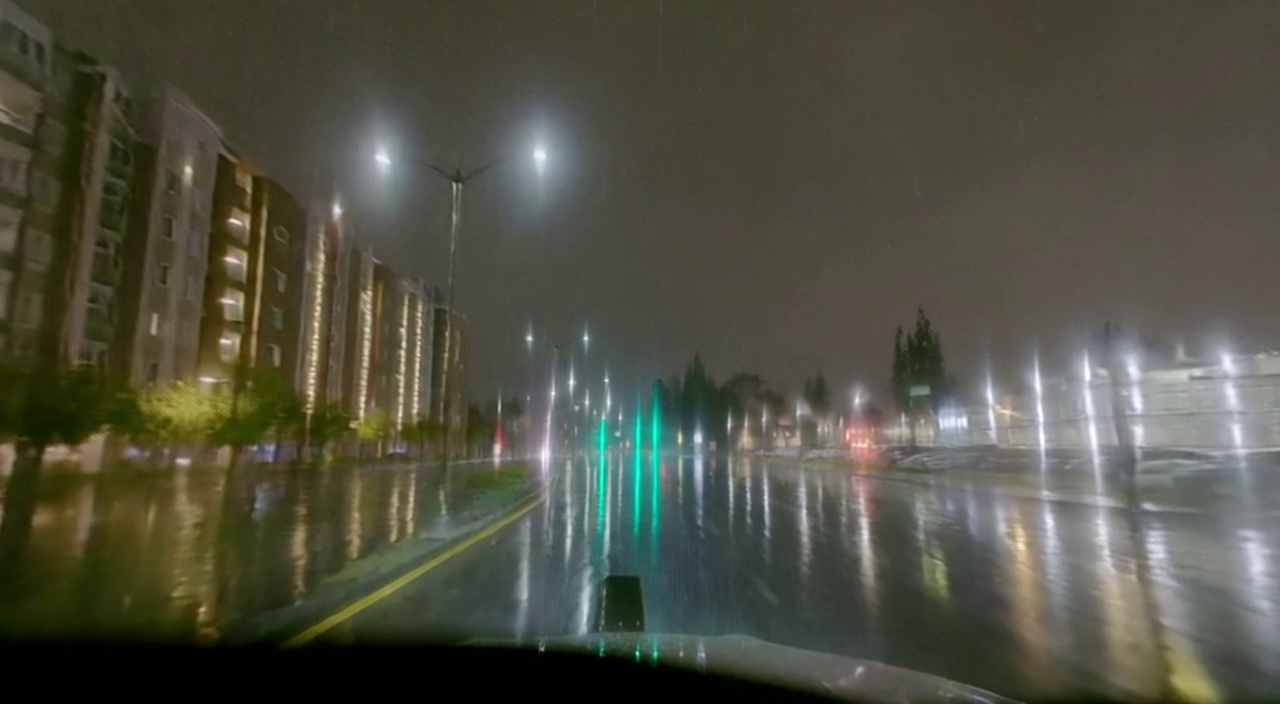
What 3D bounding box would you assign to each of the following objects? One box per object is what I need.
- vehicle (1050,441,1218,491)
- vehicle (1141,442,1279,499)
[{"bbox_3d":[16.410,3.748,21.064,4.304,1.511,2.143,2,-9,-16],"label":"vehicle"},{"bbox_3d":[17.159,3.368,18.329,4.112,1.474,2.112,3,-9,-20],"label":"vehicle"}]
